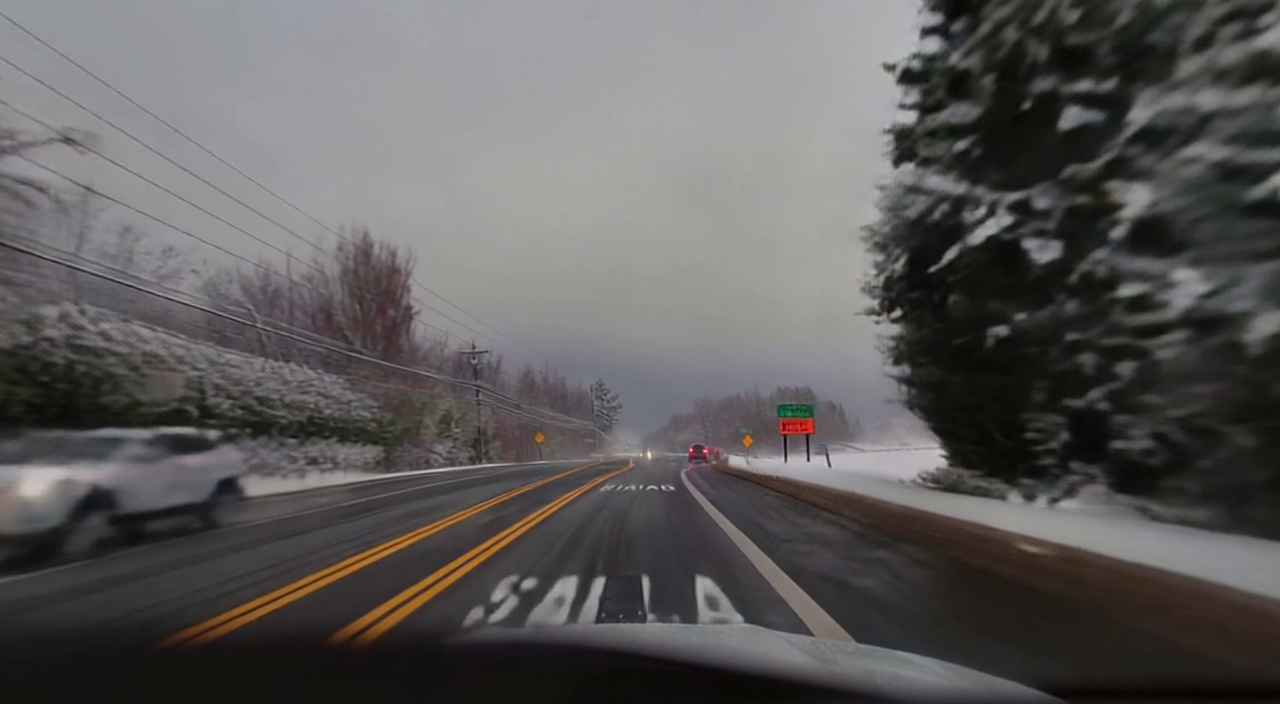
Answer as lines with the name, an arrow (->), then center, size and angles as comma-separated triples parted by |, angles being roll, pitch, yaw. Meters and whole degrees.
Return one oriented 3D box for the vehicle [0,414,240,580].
vehicle -> -7.657, 1.765, 8.324 | 2.056, 1.677, 4.282 | 0, -9, -2
